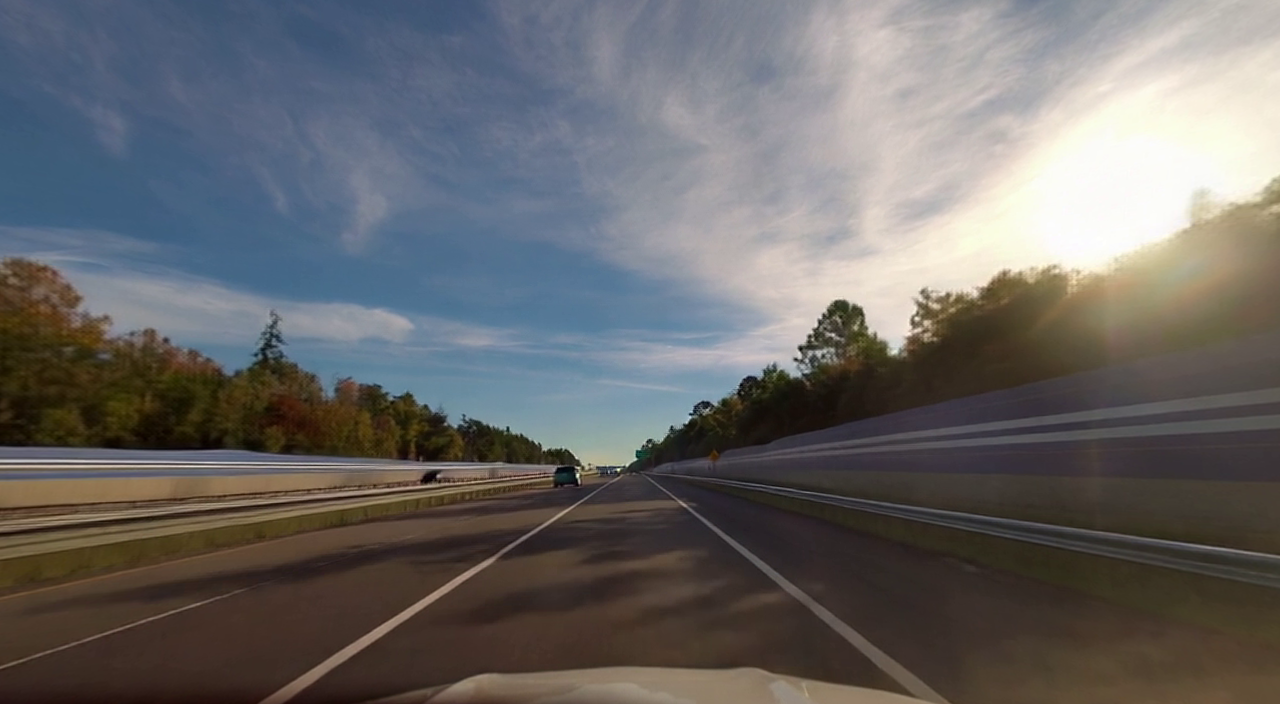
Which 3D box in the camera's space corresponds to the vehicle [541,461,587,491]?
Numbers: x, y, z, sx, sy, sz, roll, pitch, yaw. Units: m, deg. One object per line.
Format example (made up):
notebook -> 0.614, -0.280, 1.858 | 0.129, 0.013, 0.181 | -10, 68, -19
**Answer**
vehicle -> -4.113, 6.804, 34.640 | 1.985, 1.515, 3.839 | 1, -11, 0
